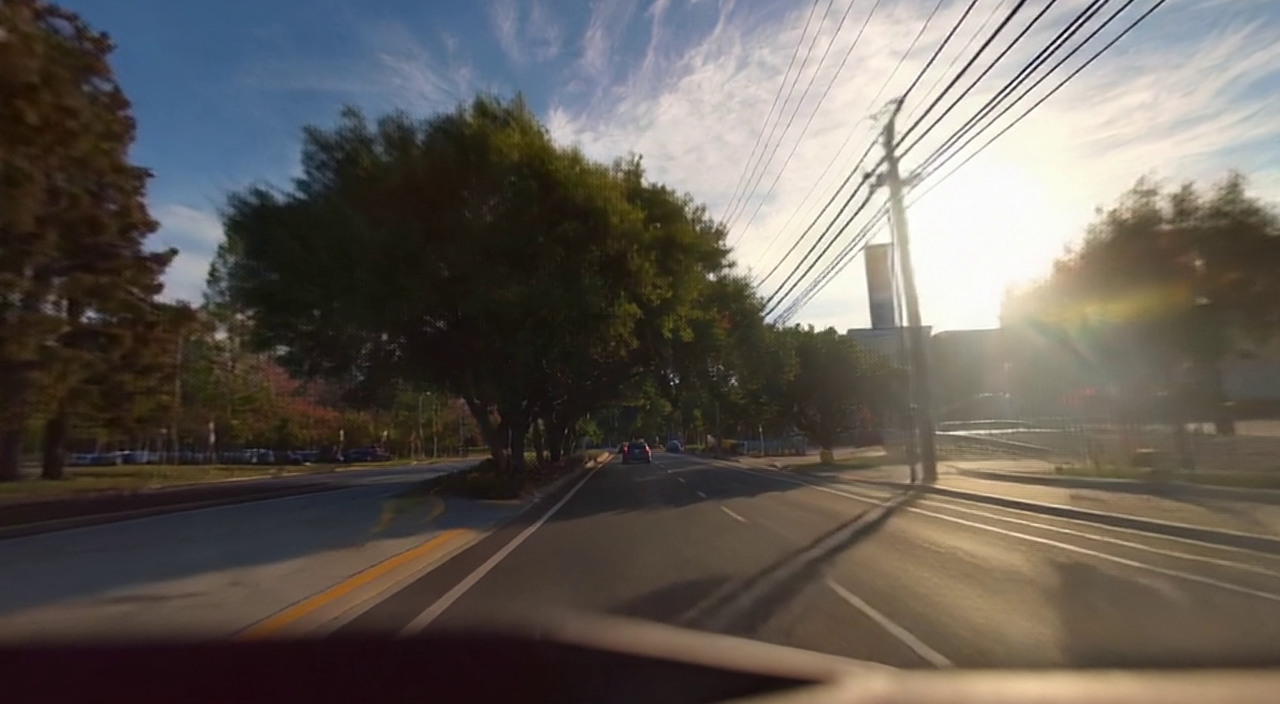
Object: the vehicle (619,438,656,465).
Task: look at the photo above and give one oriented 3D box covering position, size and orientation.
[{"bbox_3d":[-0.193,5.979,38.011,2.109,1.501,4.042,0,-8,-1],"label":"vehicle"}]
